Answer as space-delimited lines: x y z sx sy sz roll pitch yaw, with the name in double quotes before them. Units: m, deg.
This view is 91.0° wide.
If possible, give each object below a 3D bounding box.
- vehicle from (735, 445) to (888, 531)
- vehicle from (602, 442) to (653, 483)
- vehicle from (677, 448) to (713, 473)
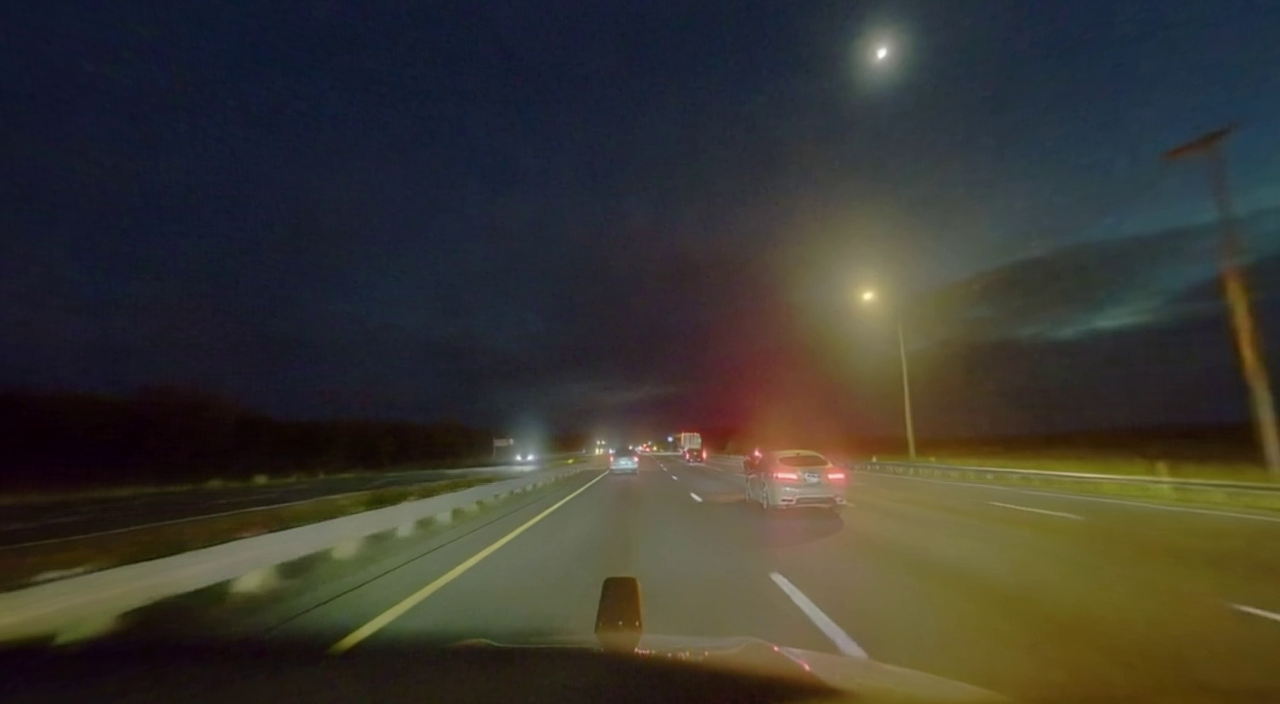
"vehicle" 3.288 2.690 13.021 2.004 1.471 4.032 0 -9 0
"vehicle" -0.506 5.011 28.896 2.142 1.724 4.344 0 -9 0
"vehicle" 3.613 7.233 42.171 2.047 1.540 4.294 0 -9 0
